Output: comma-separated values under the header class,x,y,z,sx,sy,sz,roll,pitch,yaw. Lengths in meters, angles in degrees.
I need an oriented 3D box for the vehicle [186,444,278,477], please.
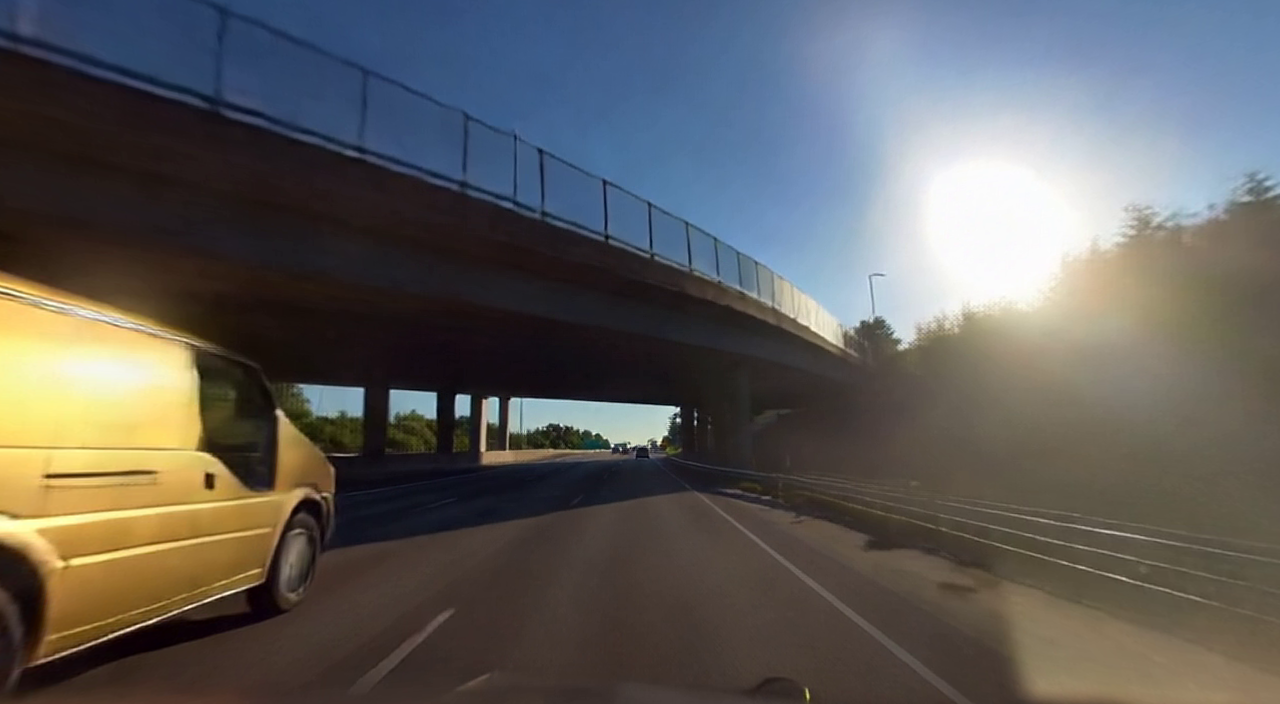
class,x,y,z,sx,sy,sz,roll,pitch,yaw
vehicle,-21.449,5.710,33.376,1.956,1.587,4.301,0,-9,1
